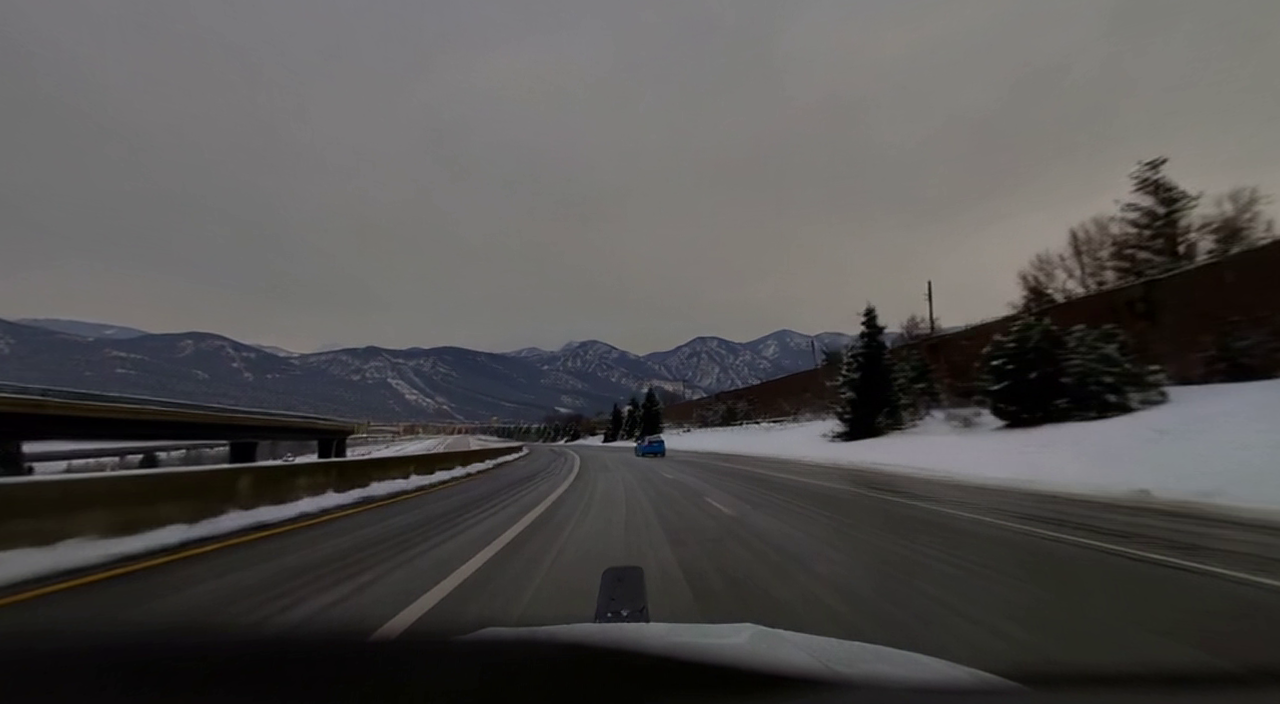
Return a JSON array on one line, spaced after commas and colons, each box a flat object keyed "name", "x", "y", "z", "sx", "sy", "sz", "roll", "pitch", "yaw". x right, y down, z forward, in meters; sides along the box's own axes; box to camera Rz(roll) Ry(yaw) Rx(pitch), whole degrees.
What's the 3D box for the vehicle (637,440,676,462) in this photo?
[{"name": "vehicle", "x": 1.072, "y": 6.821, "z": 43.664, "sx": 1.985, "sy": 1.440, "sz": 4.466, "roll": 1, "pitch": -9, "yaw": -8}]
